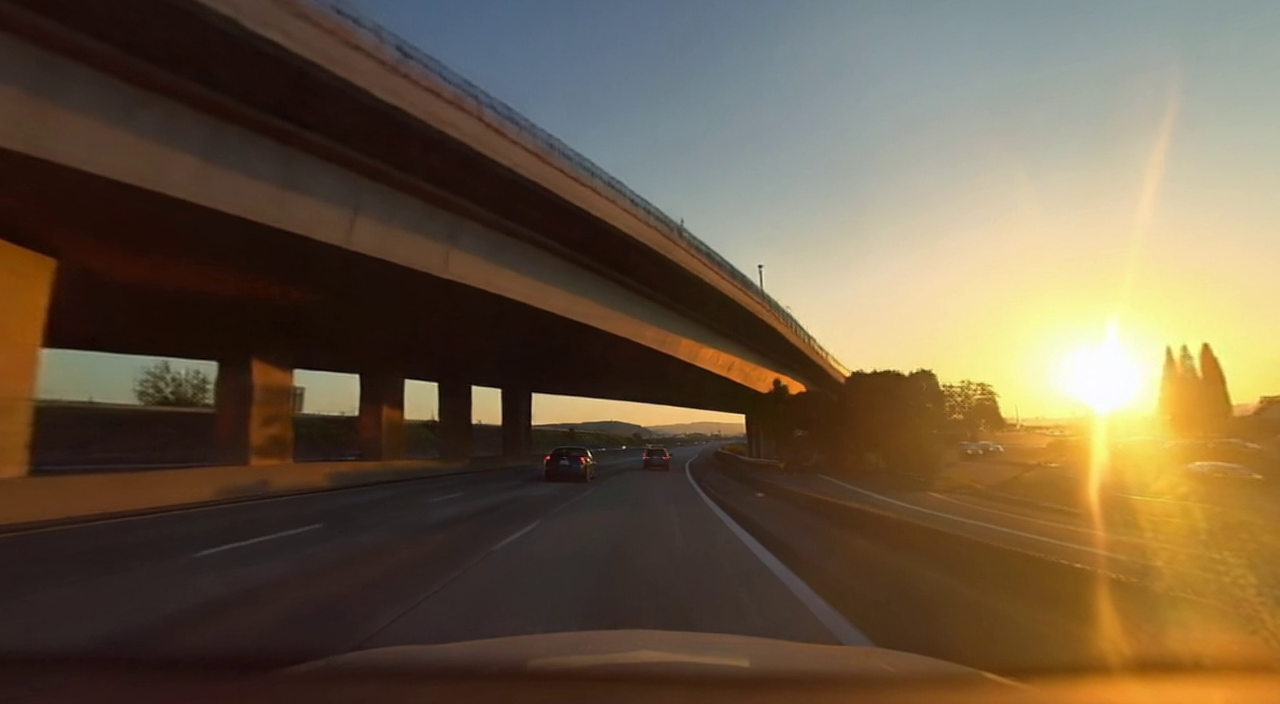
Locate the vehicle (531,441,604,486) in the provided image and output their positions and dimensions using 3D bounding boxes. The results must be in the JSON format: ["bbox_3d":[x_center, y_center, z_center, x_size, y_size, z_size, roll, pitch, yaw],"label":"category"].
[{"bbox_3d":[-2.708,4.308,24.576,2.129,1.563,4.387,-1,-9,2],"label":"vehicle"}]

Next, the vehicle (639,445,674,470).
[{"bbox_3d":[1.107,6.799,40.720,2.129,1.502,4.321,-1,-9,2],"label":"vehicle"}]
